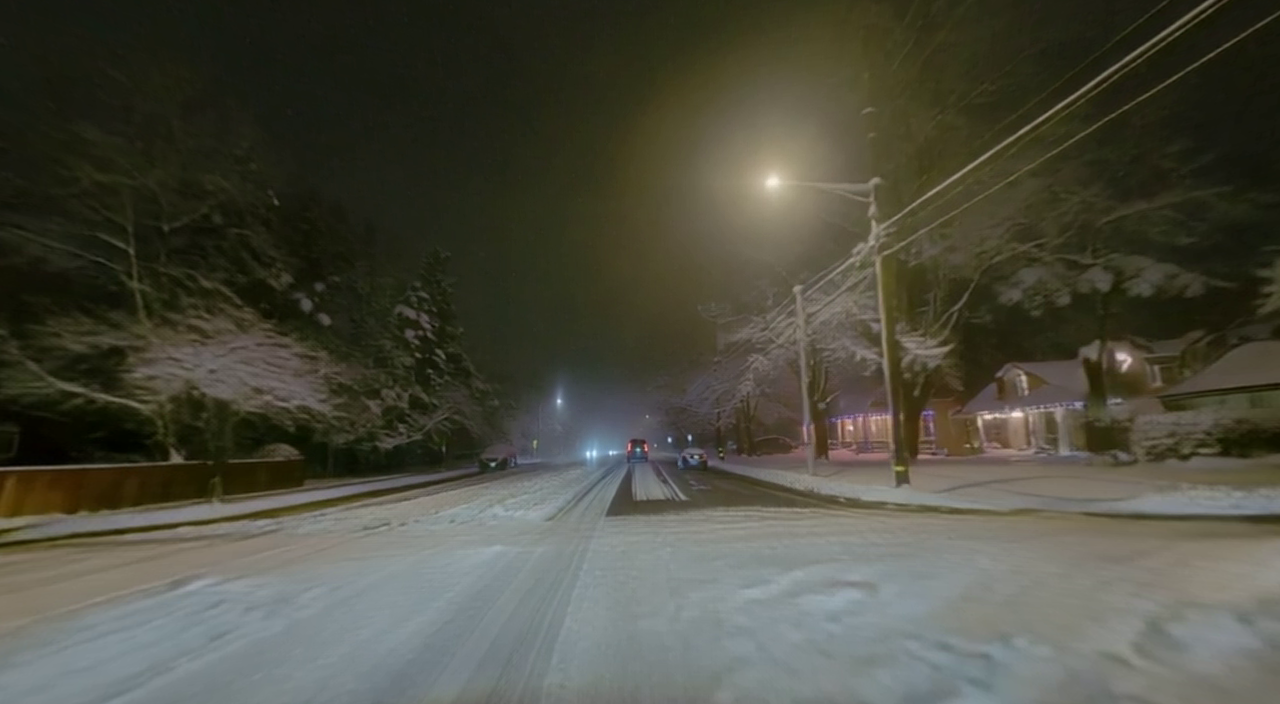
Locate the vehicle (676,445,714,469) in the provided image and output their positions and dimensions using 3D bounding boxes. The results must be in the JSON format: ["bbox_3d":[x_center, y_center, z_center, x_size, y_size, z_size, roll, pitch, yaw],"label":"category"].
[{"bbox_3d":[3.761,7.313,44.130,2.167,1.535,4.464,0,-8,-1],"label":"vehicle"}]

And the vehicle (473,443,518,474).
[{"bbox_3d":[-11.124,8.169,48.905,2.111,2.050,5.328,-6,-8,0],"label":"vehicle"}]
